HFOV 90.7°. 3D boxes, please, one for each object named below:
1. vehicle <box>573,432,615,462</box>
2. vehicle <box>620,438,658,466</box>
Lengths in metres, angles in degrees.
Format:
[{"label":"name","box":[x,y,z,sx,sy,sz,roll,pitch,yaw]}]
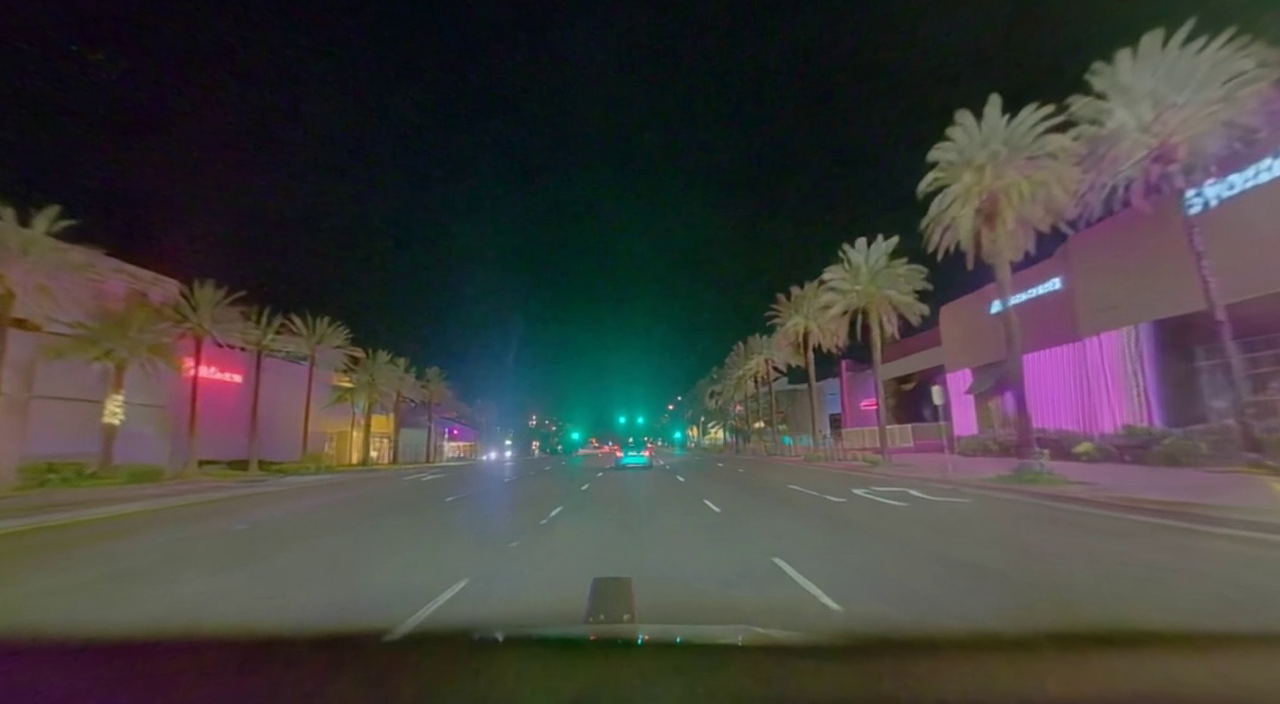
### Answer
[{"label":"vehicle","box":[-3.338,7.136,47.436,2.672,2.064,5.681,0,-9,0]},{"label":"vehicle","box":[-0.027,6.128,38.817,2.160,1.615,4.117,0,-9,1]}]
